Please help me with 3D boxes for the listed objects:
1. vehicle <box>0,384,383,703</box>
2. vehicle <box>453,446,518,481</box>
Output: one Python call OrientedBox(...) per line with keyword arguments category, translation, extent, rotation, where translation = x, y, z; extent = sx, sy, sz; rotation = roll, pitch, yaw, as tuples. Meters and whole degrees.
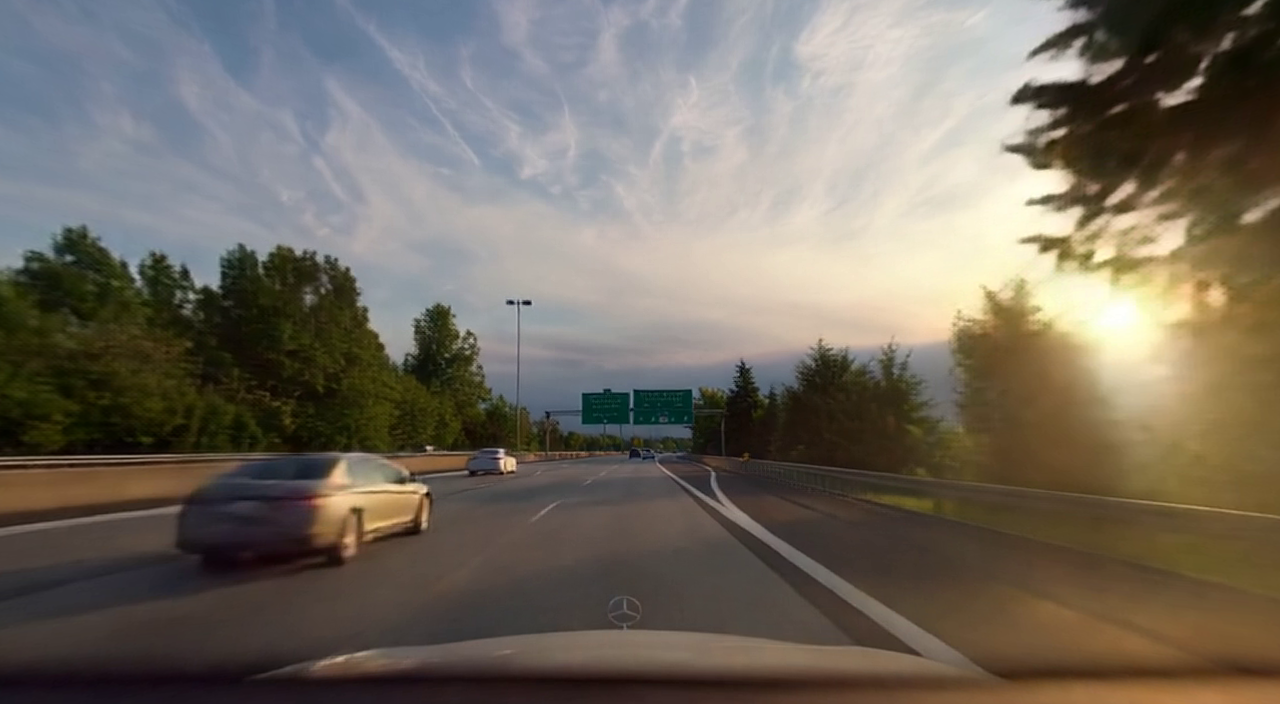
OrientedBox(category="vehicle", translation=(-3.848, 1.233, 4.757), extent=(1.875, 1.587, 4.687), rotation=(1, -9, -1))
OrientedBox(category="vehicle", translation=(-7.136, 5.206, 29.656), extent=(1.835, 1.459, 4.636), rotation=(0, -9, 1))
